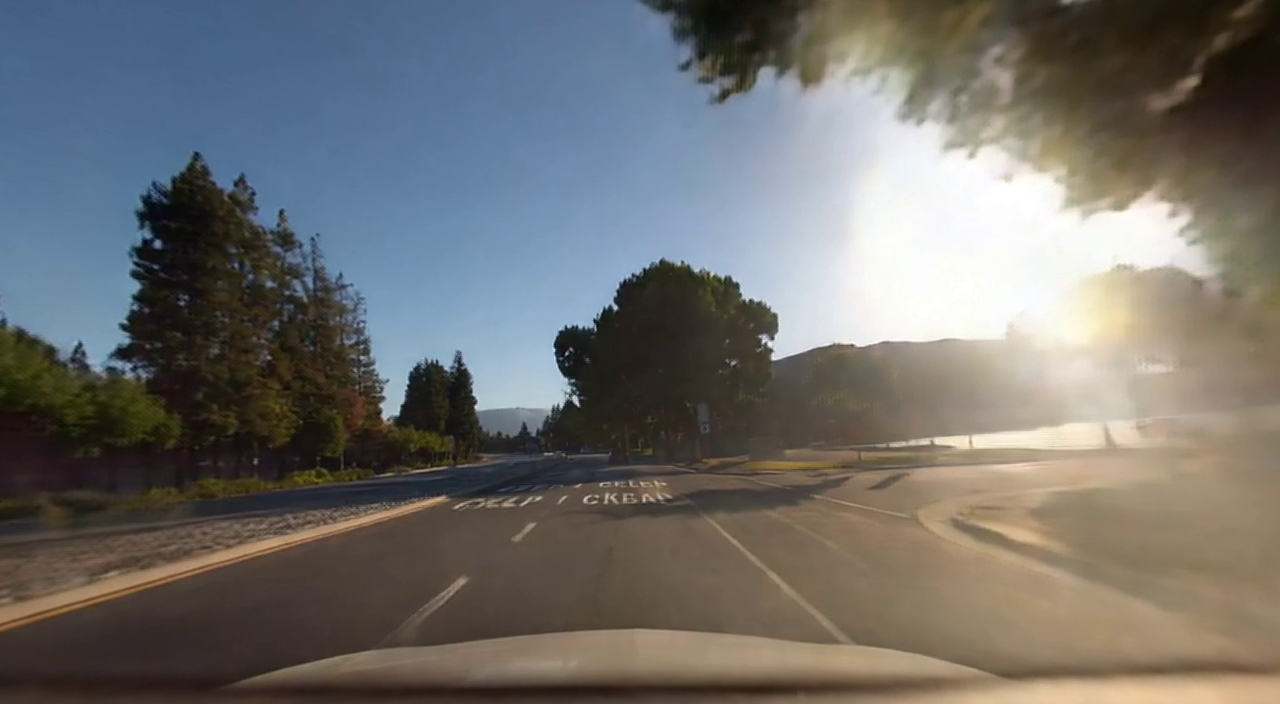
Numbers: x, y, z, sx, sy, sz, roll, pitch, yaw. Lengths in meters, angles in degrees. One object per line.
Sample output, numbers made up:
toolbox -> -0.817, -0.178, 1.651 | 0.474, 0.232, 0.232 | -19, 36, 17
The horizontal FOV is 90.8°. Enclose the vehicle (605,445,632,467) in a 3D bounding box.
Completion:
vehicle -> -1.731, 8.179, 49.980 | 2.045, 1.613, 4.210 | 0, -9, -2
